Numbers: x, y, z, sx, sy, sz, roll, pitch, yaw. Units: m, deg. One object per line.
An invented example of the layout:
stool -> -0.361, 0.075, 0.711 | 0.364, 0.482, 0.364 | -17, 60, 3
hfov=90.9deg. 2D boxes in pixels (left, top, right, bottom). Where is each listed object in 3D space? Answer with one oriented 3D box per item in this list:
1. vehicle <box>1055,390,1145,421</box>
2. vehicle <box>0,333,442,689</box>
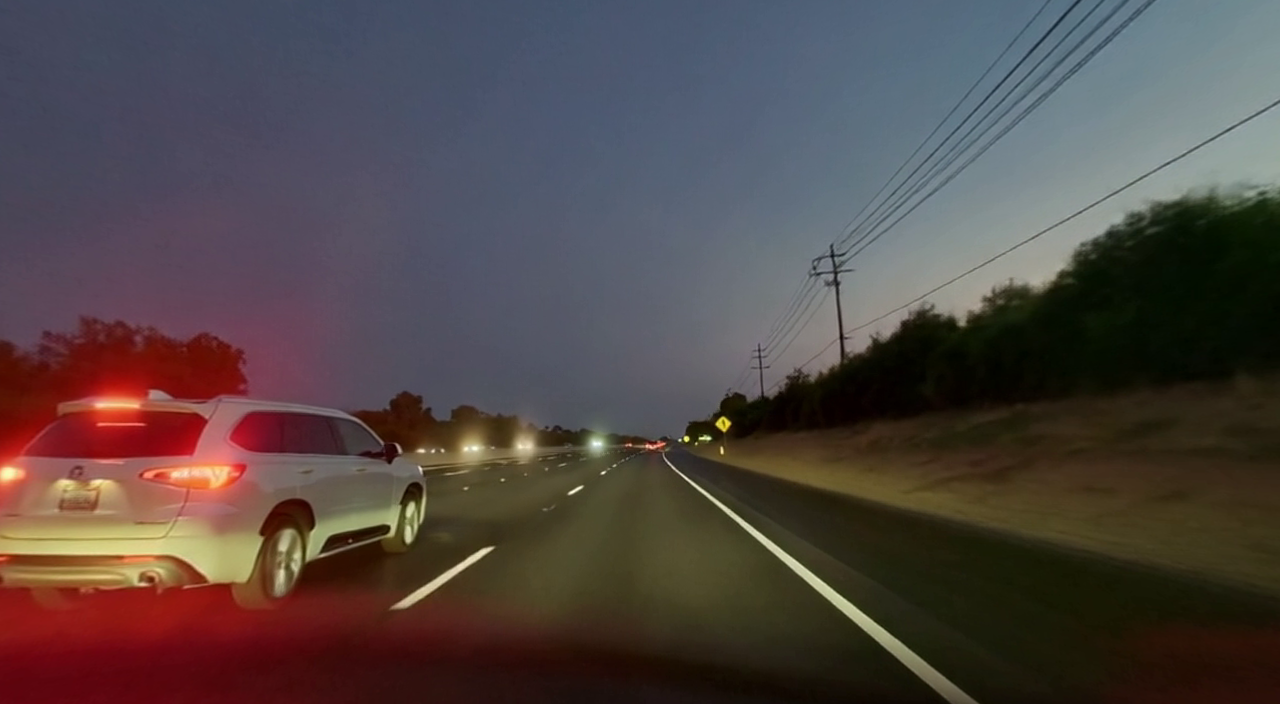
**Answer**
vehicle -> 23.054, 2.741, 31.765 | 1.717, 1.394, 3.687 | 0, -8, 0
vehicle -> -3.853, 1.235, 6.097 | 2.136, 1.975, 5.037 | -1, -8, 1
